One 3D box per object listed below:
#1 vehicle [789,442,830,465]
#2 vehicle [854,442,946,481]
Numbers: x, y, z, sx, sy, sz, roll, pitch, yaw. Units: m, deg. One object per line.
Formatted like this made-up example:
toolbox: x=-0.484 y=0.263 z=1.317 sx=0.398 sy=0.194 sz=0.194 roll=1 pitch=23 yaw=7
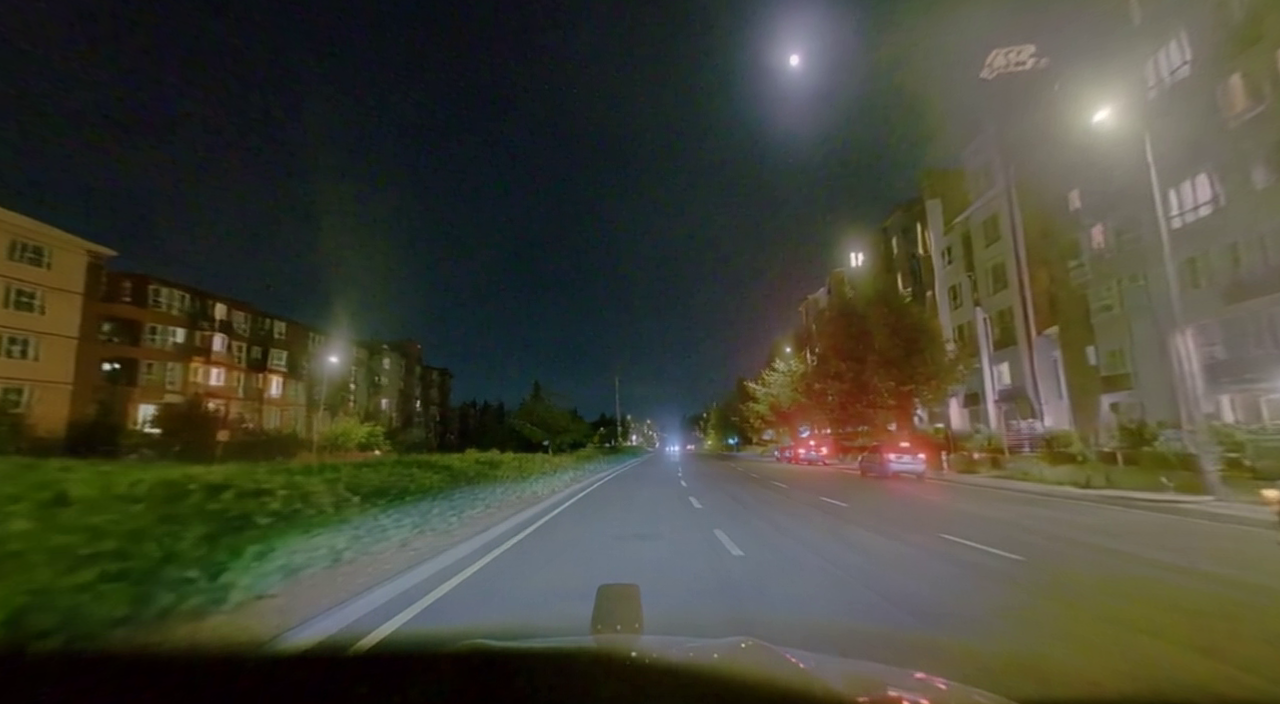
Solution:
vehicle: x=11.703 y=7.006 z=43.791 sx=1.876 sy=1.450 sz=4.596 roll=-1 pitch=-8 yaw=4
vehicle: x=10.687 y=4.523 z=26.379 sx=1.897 sy=1.455 sz=4.586 roll=0 pitch=-8 yaw=0
